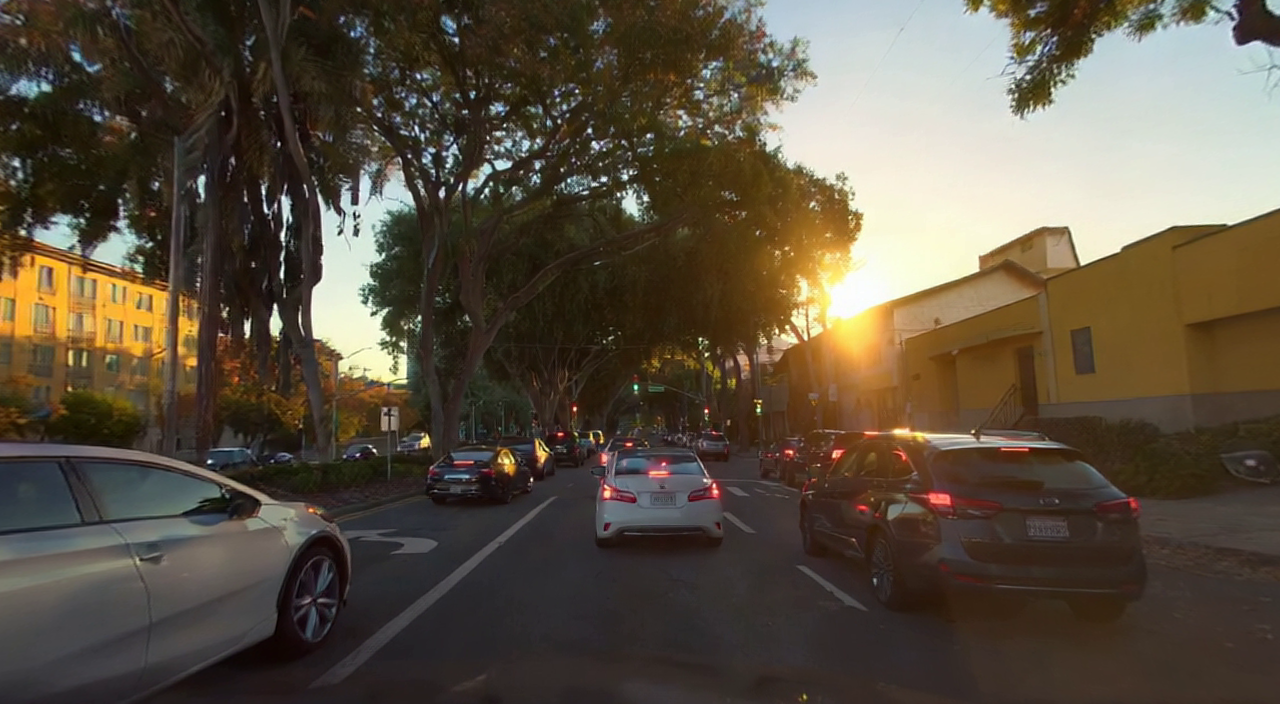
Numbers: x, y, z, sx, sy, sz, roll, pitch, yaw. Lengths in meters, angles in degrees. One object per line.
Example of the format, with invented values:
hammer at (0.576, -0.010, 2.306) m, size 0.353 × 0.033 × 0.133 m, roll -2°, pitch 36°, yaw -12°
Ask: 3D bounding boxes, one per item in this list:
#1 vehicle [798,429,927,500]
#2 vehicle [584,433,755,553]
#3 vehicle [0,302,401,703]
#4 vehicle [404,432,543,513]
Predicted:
vehicle at (6.339, 3.253, 18.684) m, size 2.025 × 1.808 × 4.579 m, roll 0°, pitch -9°, yaw -2°
vehicle at (0.273, 2.017, 9.722) m, size 2.095 × 1.438 × 3.843 m, roll 0°, pitch -9°, yaw -3°
vehicle at (-3.269, 0.930, 3.394) m, size 2.152 × 1.802 × 4.628 m, roll 0°, pitch -9°, yaw 0°
vehicle at (-3.511, 2.627, 14.297) m, size 1.901 × 1.522 × 4.556 m, roll 0°, pitch -9°, yaw 0°
